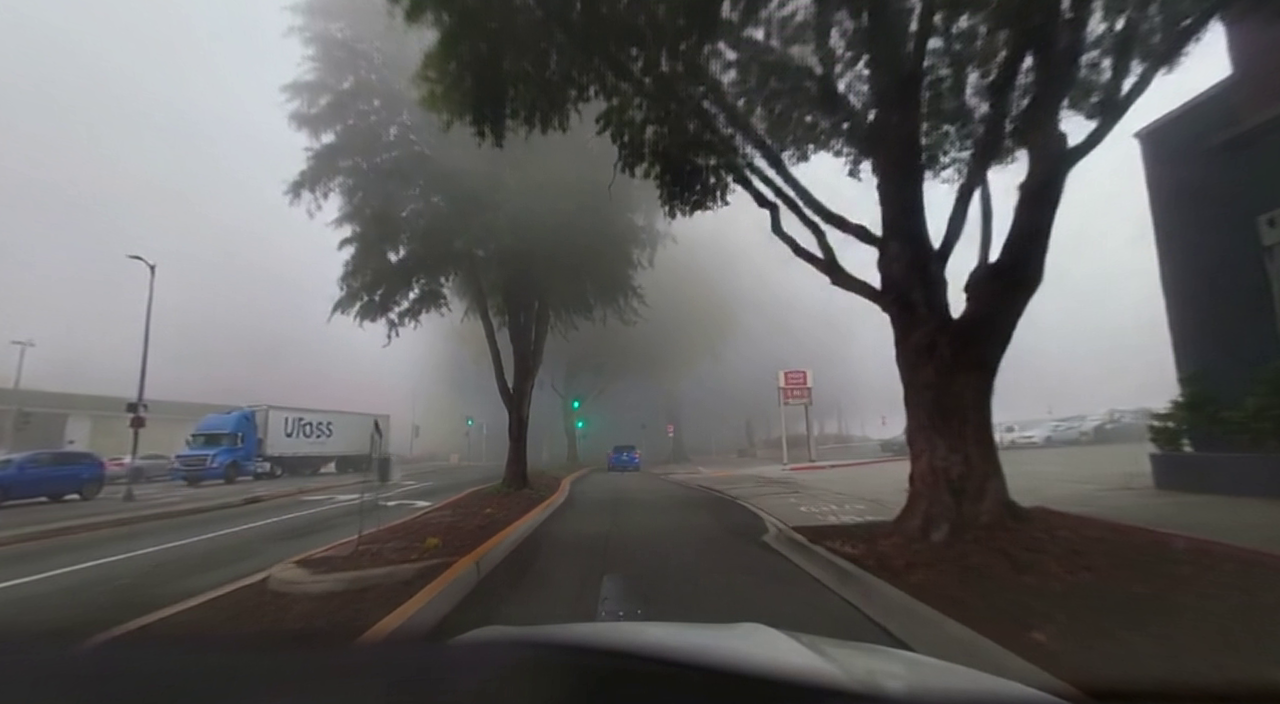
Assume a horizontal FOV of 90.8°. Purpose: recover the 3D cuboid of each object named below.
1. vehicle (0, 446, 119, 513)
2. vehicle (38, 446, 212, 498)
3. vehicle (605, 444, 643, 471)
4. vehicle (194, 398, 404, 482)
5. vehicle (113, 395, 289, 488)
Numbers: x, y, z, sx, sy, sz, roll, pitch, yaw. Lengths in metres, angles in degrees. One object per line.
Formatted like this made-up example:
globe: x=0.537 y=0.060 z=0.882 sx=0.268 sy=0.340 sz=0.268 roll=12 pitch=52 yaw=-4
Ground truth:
vehicle: x=-17.620 y=3.467 z=17.325 sx=2.101 sy=1.721 sz=4.587 roll=-3 pitch=-9 yaw=18
vehicle: x=-19.230 y=4.438 z=23.915 sx=1.988 sy=1.762 sz=4.653 roll=-3 pitch=-9 yaw=18
vehicle: x=-0.854 y=5.991 z=36.062 sx=2.006 sy=1.470 sz=3.799 roll=0 pitch=-8 yaw=0
vehicle: x=-18.844 y=5.140 z=36.550 sx=2.792 sy=4.025 sz=11.784 roll=-3 pitch=-9 yaw=18
vehicle: x=-20.847 y=4.338 z=30.538 sx=3.045 sy=3.961 sz=6.104 roll=-3 pitch=-9 yaw=17
